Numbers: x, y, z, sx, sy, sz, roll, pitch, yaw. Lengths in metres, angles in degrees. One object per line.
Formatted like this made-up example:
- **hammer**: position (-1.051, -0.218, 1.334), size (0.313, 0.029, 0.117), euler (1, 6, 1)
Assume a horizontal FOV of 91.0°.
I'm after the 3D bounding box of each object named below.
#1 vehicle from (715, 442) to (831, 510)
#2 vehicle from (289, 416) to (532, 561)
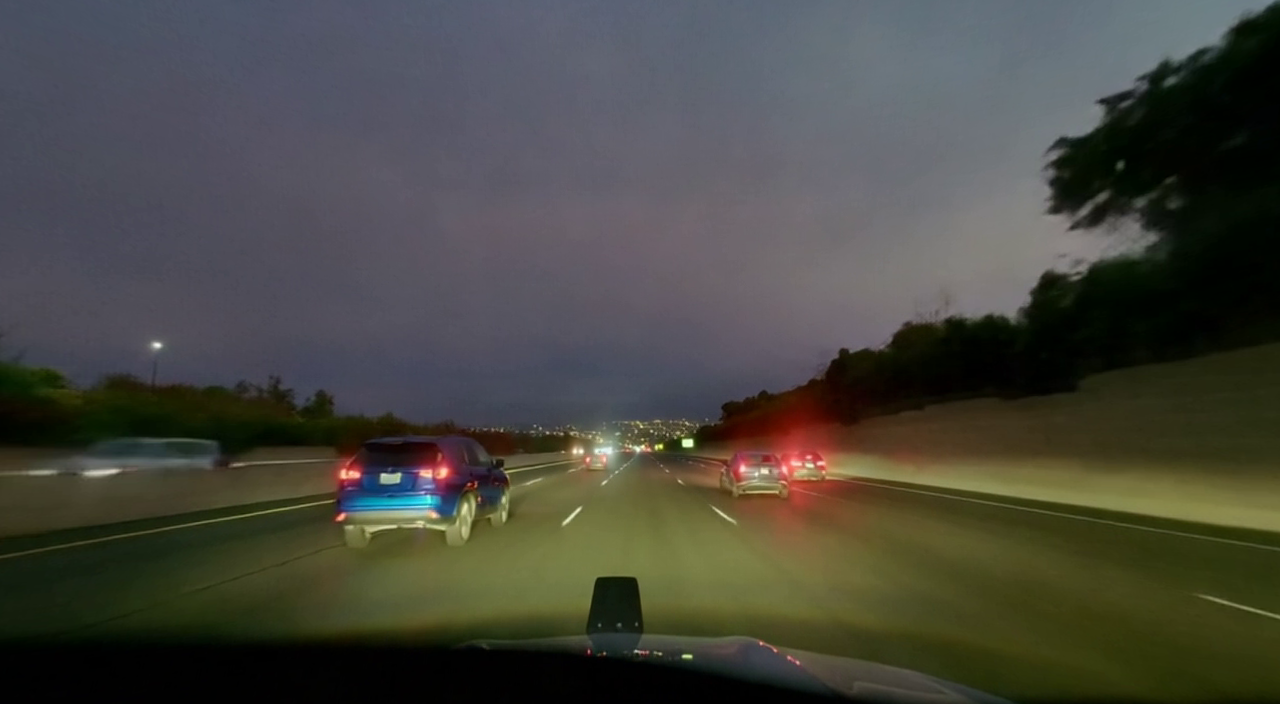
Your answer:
- **vehicle**: position (3.203, 3.070, 16.054), size (1.979, 1.486, 4.125), euler (0, -9, -1)
- **vehicle**: position (-3.210, 2.020, 10.033), size (2.137, 1.756, 4.453), euler (0, -9, 0)
